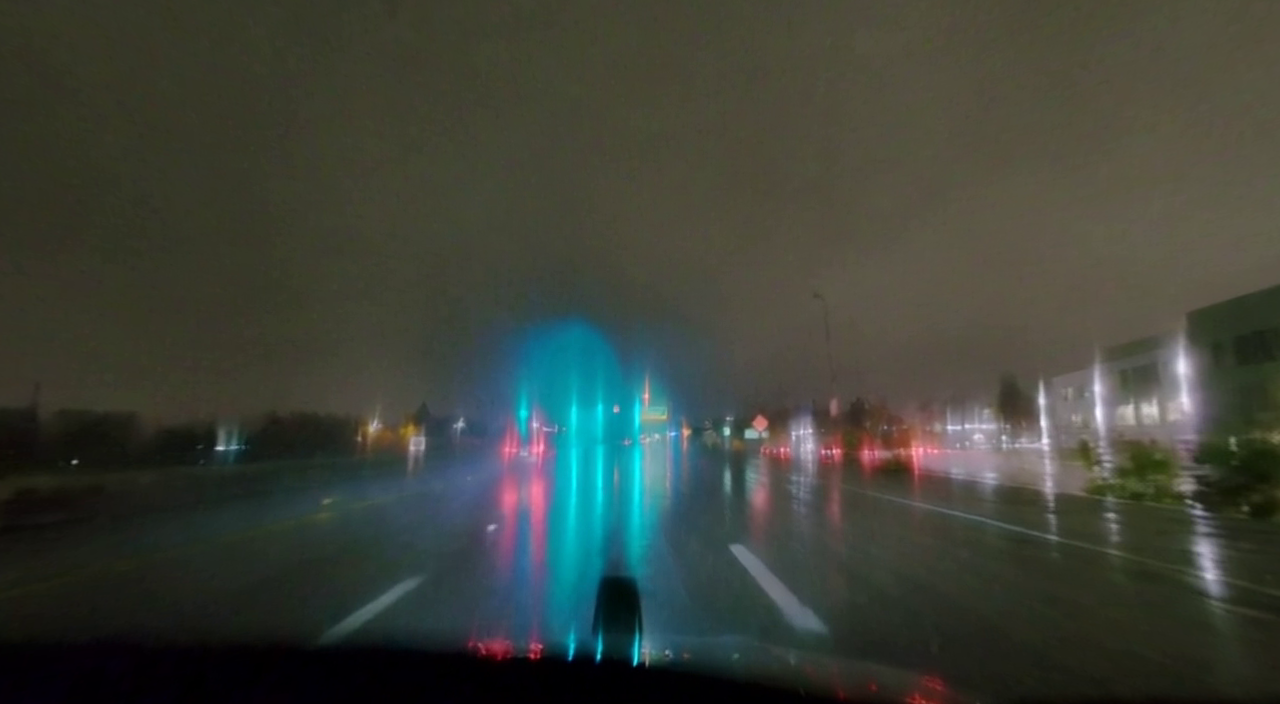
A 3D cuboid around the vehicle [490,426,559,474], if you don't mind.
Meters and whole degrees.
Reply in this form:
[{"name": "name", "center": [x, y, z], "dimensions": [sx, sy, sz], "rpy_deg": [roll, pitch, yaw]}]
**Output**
[{"name": "vehicle", "center": [-4.470, 3.849, 25.037], "dimensions": [2.063, 1.661, 4.439], "rpy_deg": [2, -8, -3]}]
